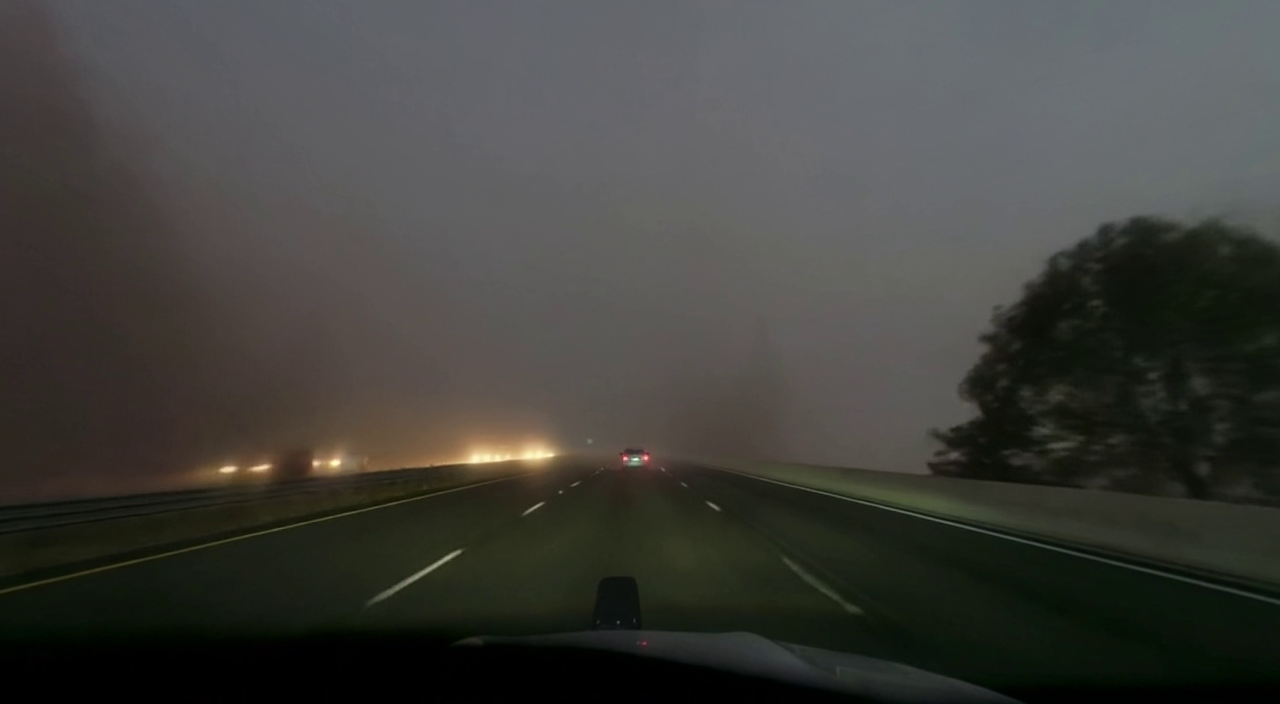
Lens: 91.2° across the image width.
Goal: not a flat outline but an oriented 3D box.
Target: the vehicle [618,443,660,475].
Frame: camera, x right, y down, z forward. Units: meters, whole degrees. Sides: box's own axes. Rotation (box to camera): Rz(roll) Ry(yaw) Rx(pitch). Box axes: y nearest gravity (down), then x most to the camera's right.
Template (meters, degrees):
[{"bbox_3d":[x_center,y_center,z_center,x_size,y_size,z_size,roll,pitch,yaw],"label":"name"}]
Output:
[{"bbox_3d":[-0.086,5.621,33.107,2.095,1.537,4.017,0,-9,-1],"label":"vehicle"}]

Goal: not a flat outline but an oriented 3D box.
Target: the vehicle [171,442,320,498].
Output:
[{"bbox_3d":[-13.508,4.052,21.920,2.074,1.695,4.789,0,-9,0],"label":"vehicle"}]
